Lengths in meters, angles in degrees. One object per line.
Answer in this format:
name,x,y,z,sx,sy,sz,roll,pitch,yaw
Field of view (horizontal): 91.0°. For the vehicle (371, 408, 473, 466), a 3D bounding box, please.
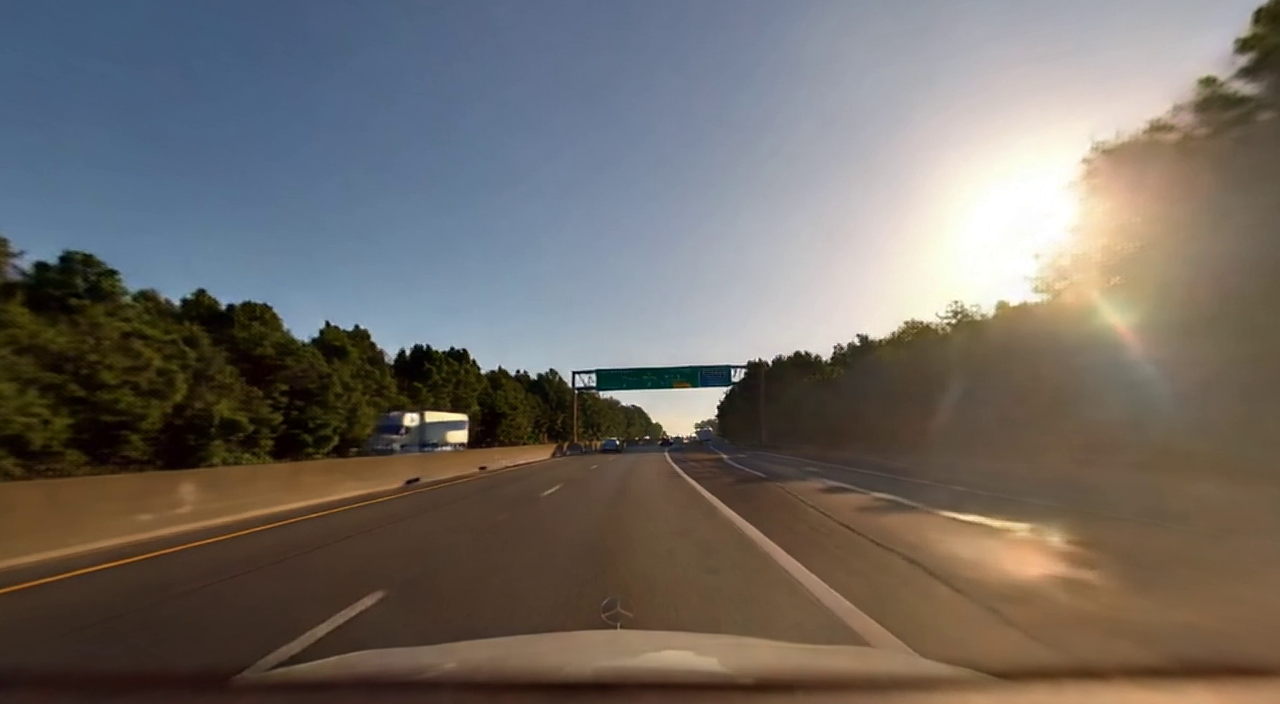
vehicle,-14.758,5.911,43.716,3.205,3.498,9.568,-1,-8,3
